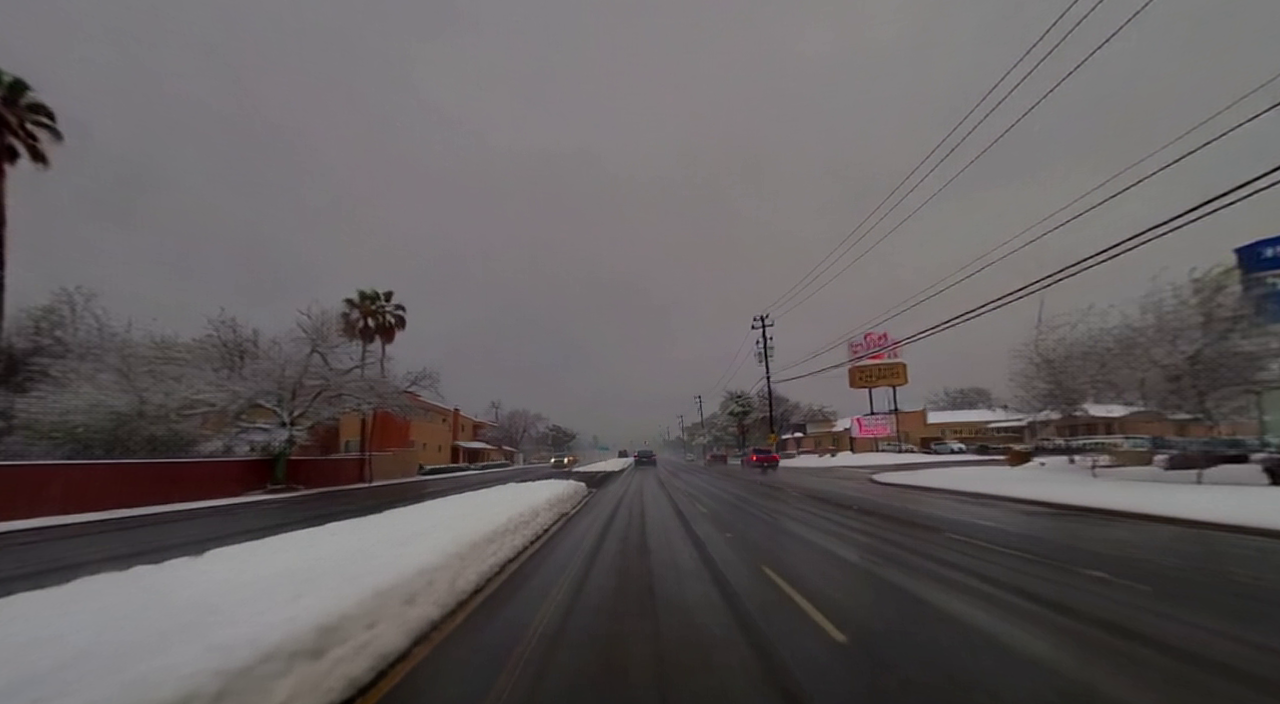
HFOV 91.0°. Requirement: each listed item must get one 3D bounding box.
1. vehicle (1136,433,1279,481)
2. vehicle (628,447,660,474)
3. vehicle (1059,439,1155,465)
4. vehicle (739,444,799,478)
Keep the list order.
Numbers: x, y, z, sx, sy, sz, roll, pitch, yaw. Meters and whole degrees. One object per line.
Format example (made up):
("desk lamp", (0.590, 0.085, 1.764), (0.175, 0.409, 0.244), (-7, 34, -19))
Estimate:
("vehicle", (19.979, 3.511, 21.176), (4.728, 1.520, 2.107), (-1, -9, 1))
("vehicle", (0.289, 7.449, 43.469), (2.138, 1.702, 4.168), (0, -9, 1))
("vehicle", (28.323, 6.070, 38.282), (4.191, 1.492, 1.950), (-1, -9, 0))
("vehicle", (6.825, 5.810, 33.811), (2.252, 1.718, 4.617), (0, -9, 0))
